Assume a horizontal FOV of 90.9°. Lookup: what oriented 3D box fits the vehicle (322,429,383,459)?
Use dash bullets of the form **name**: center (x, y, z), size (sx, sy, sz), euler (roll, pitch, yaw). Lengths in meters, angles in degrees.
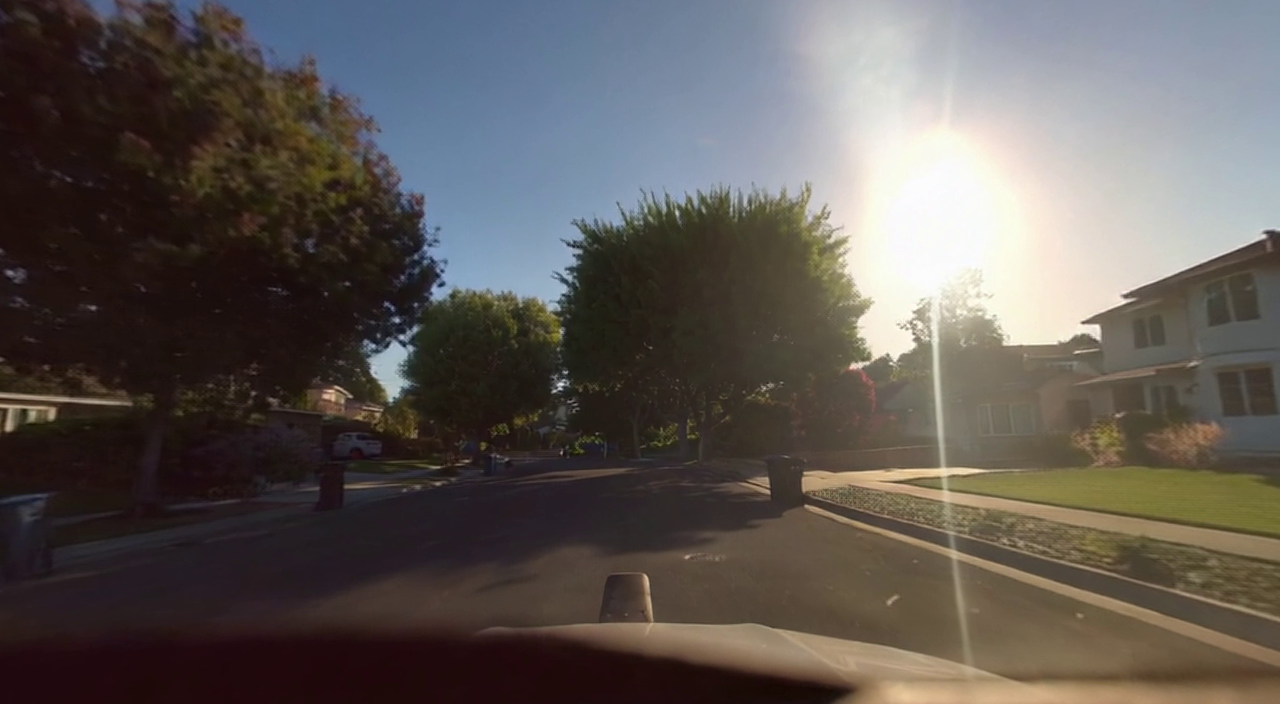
- **vehicle**: center (-19.456, 6.282, 42.910), size (2.407, 1.912, 5.091), euler (1, -8, -9)
